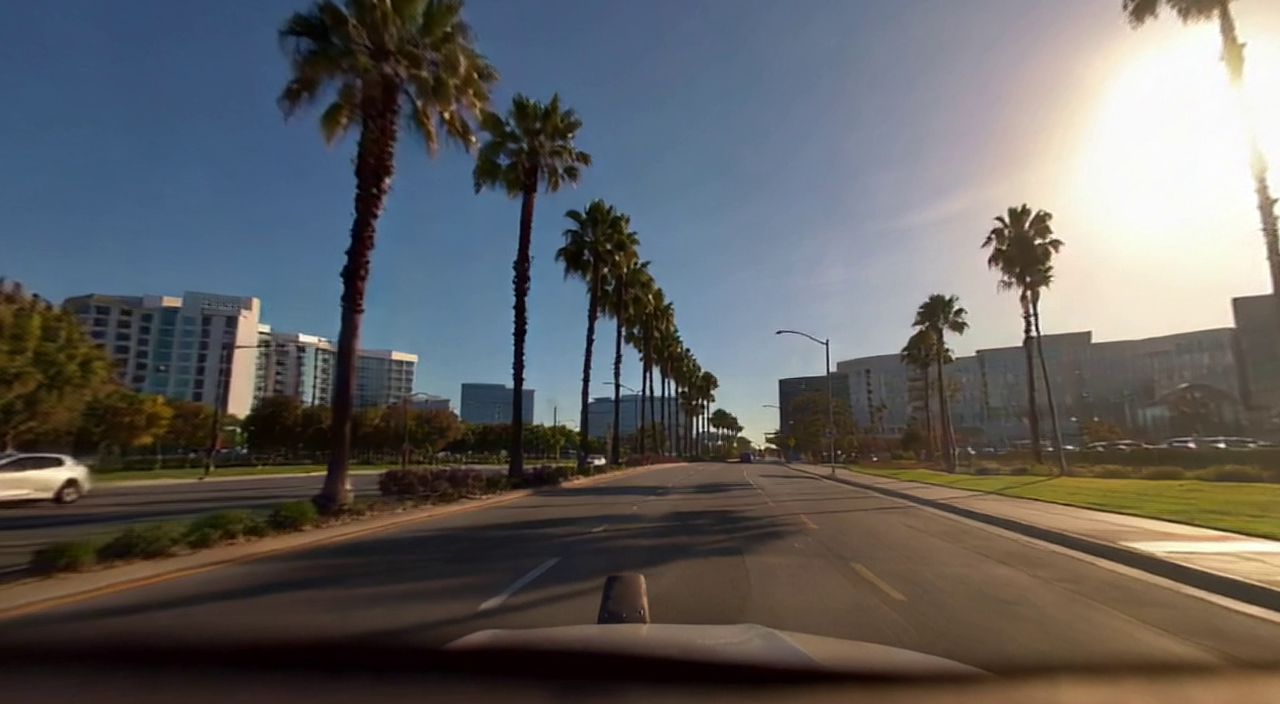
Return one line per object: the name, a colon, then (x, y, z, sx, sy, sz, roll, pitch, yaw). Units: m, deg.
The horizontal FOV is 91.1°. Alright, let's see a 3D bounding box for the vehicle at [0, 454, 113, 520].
vehicle: (-15.726, 3.201, 14.896, 1.915, 1.490, 4.763, -1, -9, 8)
